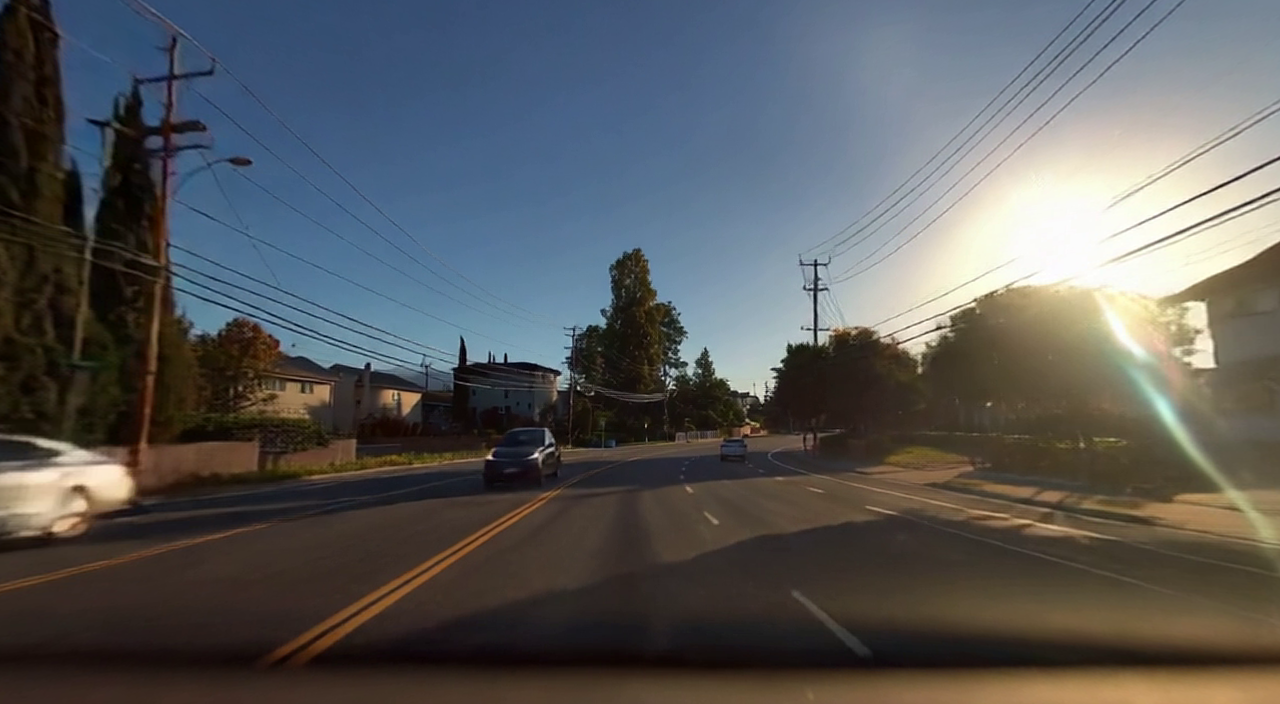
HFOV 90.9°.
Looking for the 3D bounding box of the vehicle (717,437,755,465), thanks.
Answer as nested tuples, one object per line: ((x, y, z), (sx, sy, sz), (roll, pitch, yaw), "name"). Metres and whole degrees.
((5.373, 5.583, 35.666), (1.982, 1.451, 4.152), (-1, -9, 7), "vehicle")

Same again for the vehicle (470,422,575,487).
((-3.539, 3.247, 20.114), (2.191, 1.771, 4.981), (-1, -9, 3), "vehicle")

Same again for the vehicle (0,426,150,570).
((-7.643, 1.443, 6.033), (2.019, 1.476, 4.786), (0, -9, 0), "vehicle")
